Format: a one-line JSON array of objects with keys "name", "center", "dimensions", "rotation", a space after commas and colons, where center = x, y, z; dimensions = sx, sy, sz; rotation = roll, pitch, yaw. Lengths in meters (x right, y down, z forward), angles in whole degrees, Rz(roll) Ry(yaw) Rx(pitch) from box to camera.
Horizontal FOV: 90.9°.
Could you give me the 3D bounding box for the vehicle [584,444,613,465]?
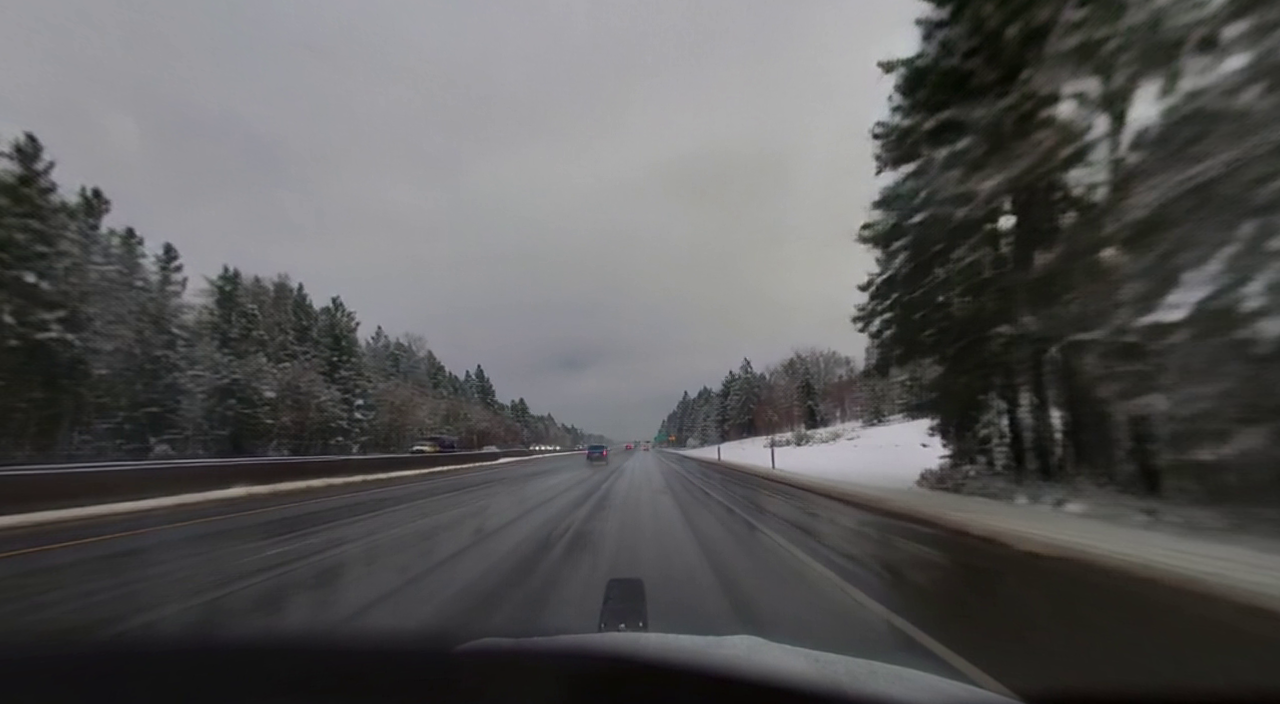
[{"name": "vehicle", "center": [-3.193, 8.024, 49.437], "dimensions": [1.993, 1.589, 3.898], "rotation": [0, -8, 1]}]
